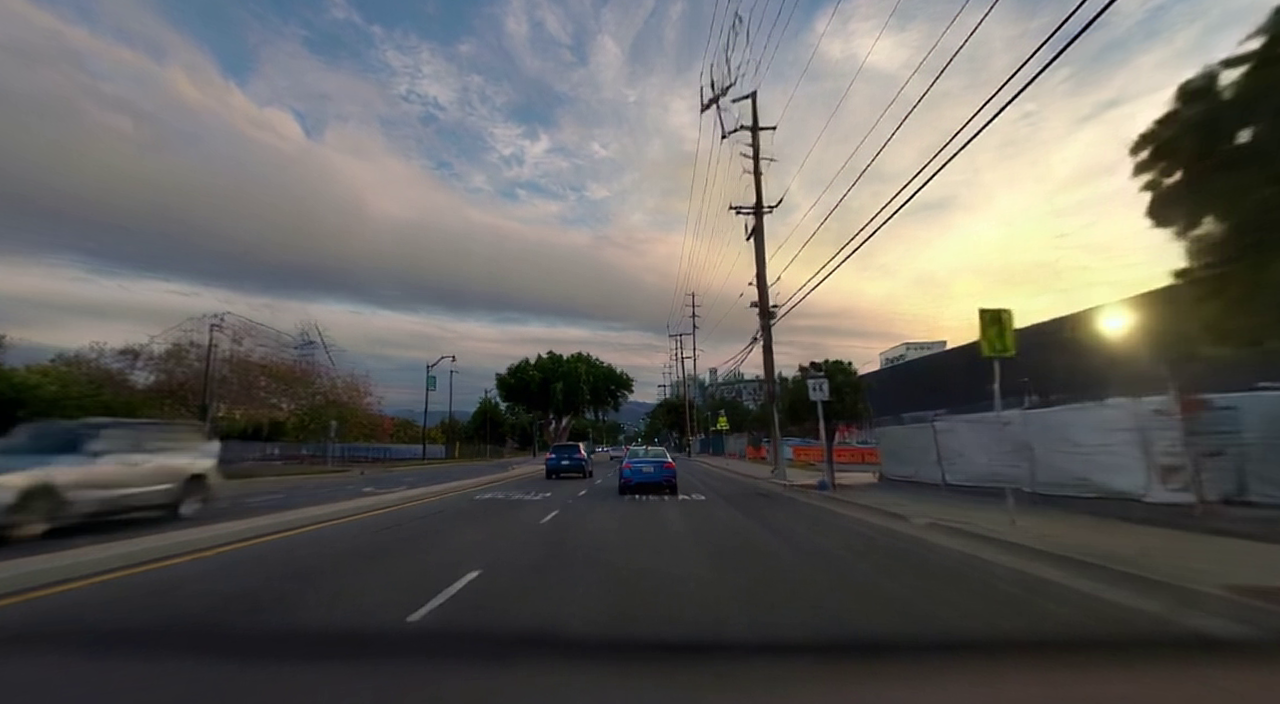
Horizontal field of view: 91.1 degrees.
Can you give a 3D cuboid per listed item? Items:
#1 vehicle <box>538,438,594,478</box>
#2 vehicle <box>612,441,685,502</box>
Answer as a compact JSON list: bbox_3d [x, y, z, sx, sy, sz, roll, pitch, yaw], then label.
[{"bbox_3d":[-3.523,5.119,30.541,2.078,1.804,4.387,0,-8,1],"label":"vehicle"},{"bbox_3d":[0.236,3.702,19.920,2.059,1.691,3.980,0,-8,0],"label":"vehicle"}]
